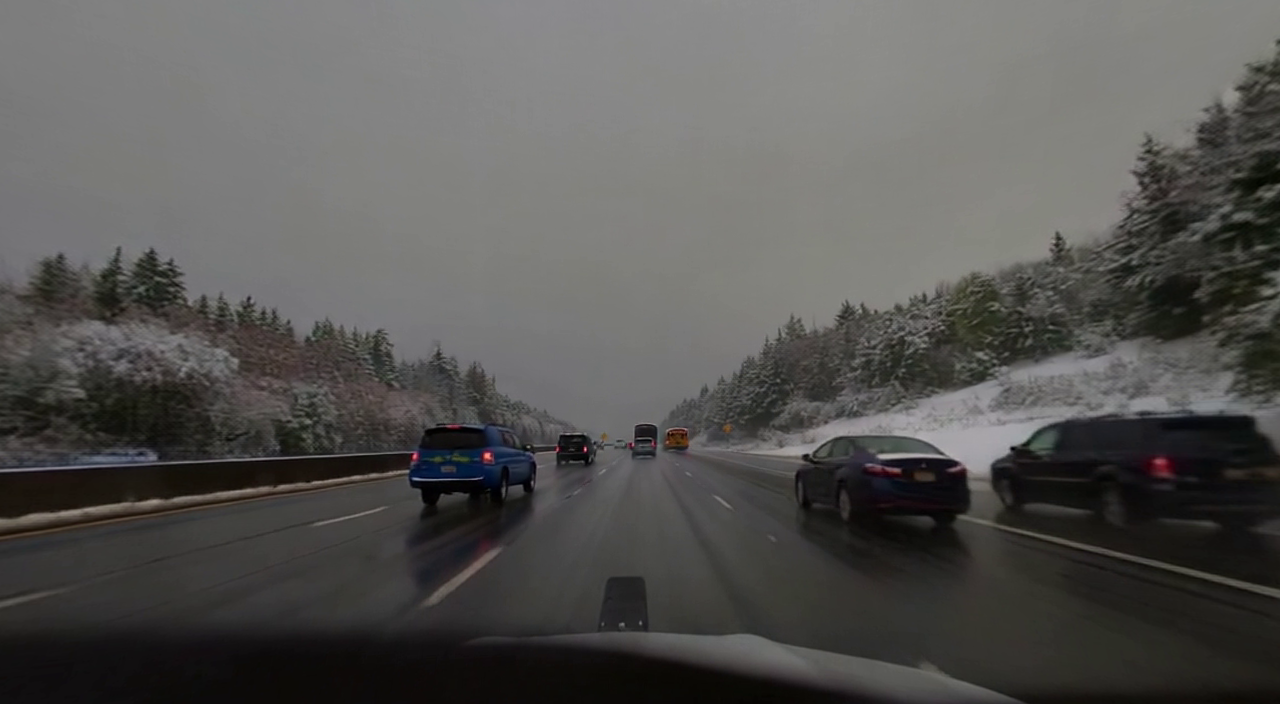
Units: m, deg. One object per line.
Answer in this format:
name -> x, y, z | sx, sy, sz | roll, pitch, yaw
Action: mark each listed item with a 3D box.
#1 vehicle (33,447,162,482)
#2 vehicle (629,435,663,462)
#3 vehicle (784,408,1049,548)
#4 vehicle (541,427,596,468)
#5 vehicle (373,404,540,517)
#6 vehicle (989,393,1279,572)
vehicle -> -26.973, 5.577, 31.610 | 2.280, 1.528, 4.692 | 0, -8, 0
vehicle -> 0.338, 6.077, 39.856 | 2.042, 1.632, 3.654 | 0, -8, 0
vehicle -> 3.864, 1.854, 9.976 | 2.050, 1.661, 4.636 | 0, -8, 0
vehicle -> -3.446, 4.741, 31.311 | 2.155, 1.843, 4.567 | 0, -8, 0
vehicle -> -3.489, 2.177, 13.034 | 2.016, 1.898, 4.458 | -1, -8, 1
vehicle -> 7.674, 1.699, 8.988 | 2.191, 1.807, 5.692 | 0, -8, 1
